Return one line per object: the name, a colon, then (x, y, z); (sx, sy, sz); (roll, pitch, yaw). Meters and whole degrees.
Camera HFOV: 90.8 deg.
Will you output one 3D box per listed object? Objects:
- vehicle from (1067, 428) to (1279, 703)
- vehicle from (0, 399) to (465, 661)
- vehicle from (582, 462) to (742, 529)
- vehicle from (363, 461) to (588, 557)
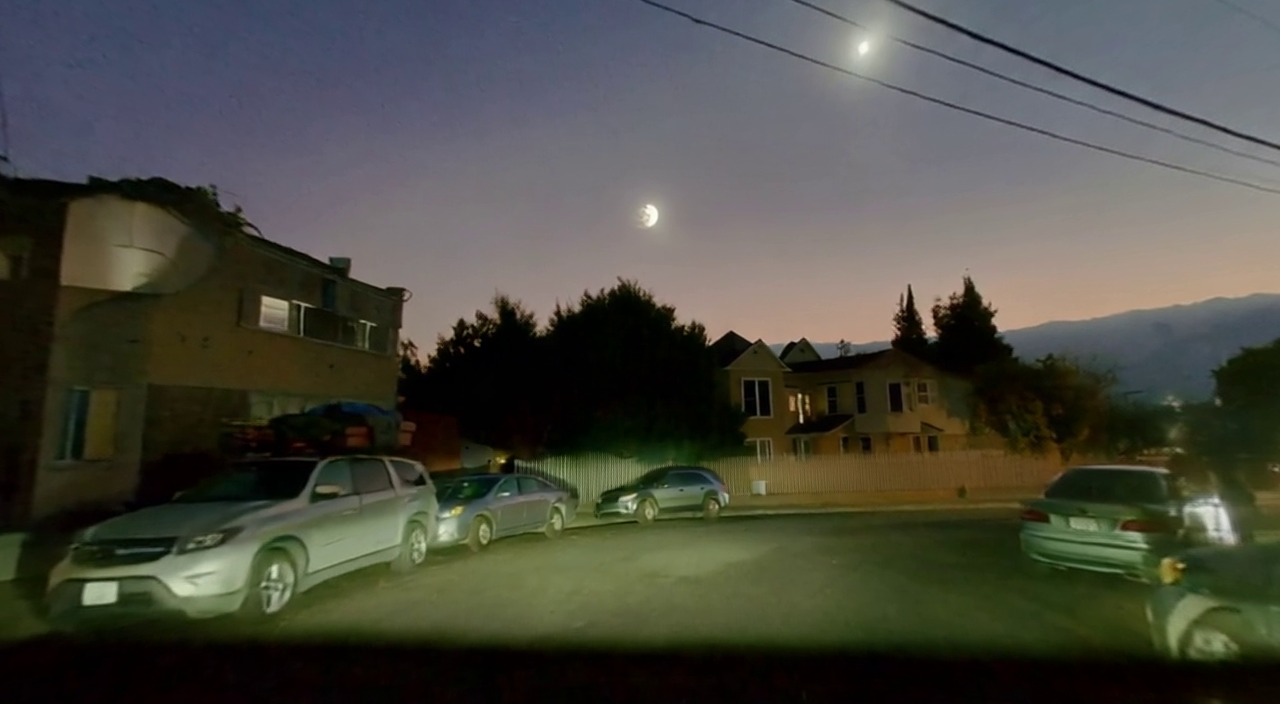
vehicle: (3.668, 0.902, 1.540); (1.910, 1.477, 4.569); (0, -9, -2)
vehicle: (-3.896, 1.759, 6.926); (2.247, 1.702, 5.043); (-4, -12, 4)
vehicle: (0.704, 3.992, 18.076); (4.217, 1.547, 2.082); (7, -11, -39)
vehicle: (-2.918, 2.987, 12.477); (1.943, 1.475, 4.701); (-6, -12, 19)
